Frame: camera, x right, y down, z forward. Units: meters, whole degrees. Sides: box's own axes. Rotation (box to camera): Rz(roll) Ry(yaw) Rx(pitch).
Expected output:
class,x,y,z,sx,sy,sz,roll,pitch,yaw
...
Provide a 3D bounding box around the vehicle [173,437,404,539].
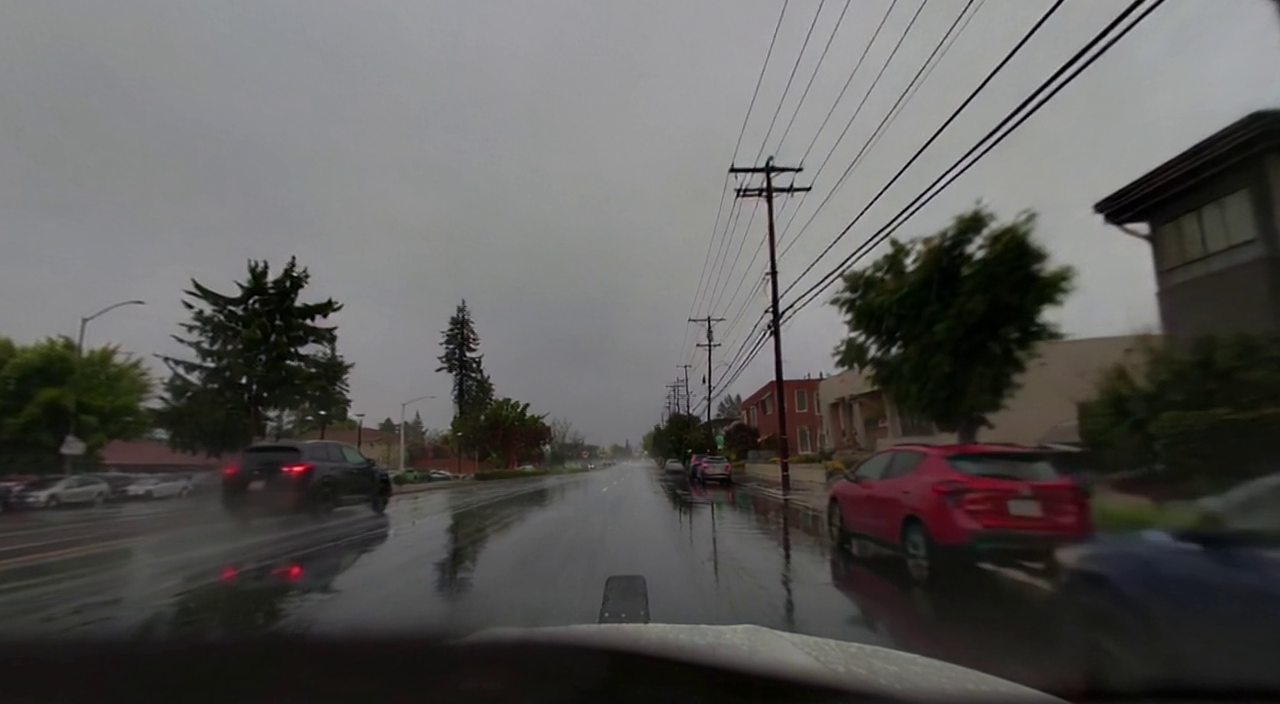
class,x,y,z,sx,sy,sz,roll,pitch,yaw
vehicle,-6.681,2.590,12.740,2.000,1.671,4.497,0,-8,1

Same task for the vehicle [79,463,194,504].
class,x,y,z,sx,sy,sz,roll,pitch,yaw
vehicle,-25.591,6.658,32.315,1.894,1.787,4.711,0,-8,1

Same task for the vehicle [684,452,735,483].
class,x,y,z,sx,sy,sz,roll,pitch,yaw
vehicle,3.733,6.298,34.590,2.259,1.500,4.474,0,-8,0

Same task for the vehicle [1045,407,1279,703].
class,x,y,z,sx,sy,sz,roll,pitch,yaw
vehicle,3.477,0.836,1.531,2.010,1.488,4.262,-4,-7,-1

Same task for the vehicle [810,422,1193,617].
class,x,y,z,sx,sy,sz,roll,pitch,yaw
vehicle,3.560,1.695,7.353,2.022,1.592,4.111,0,-8,0
